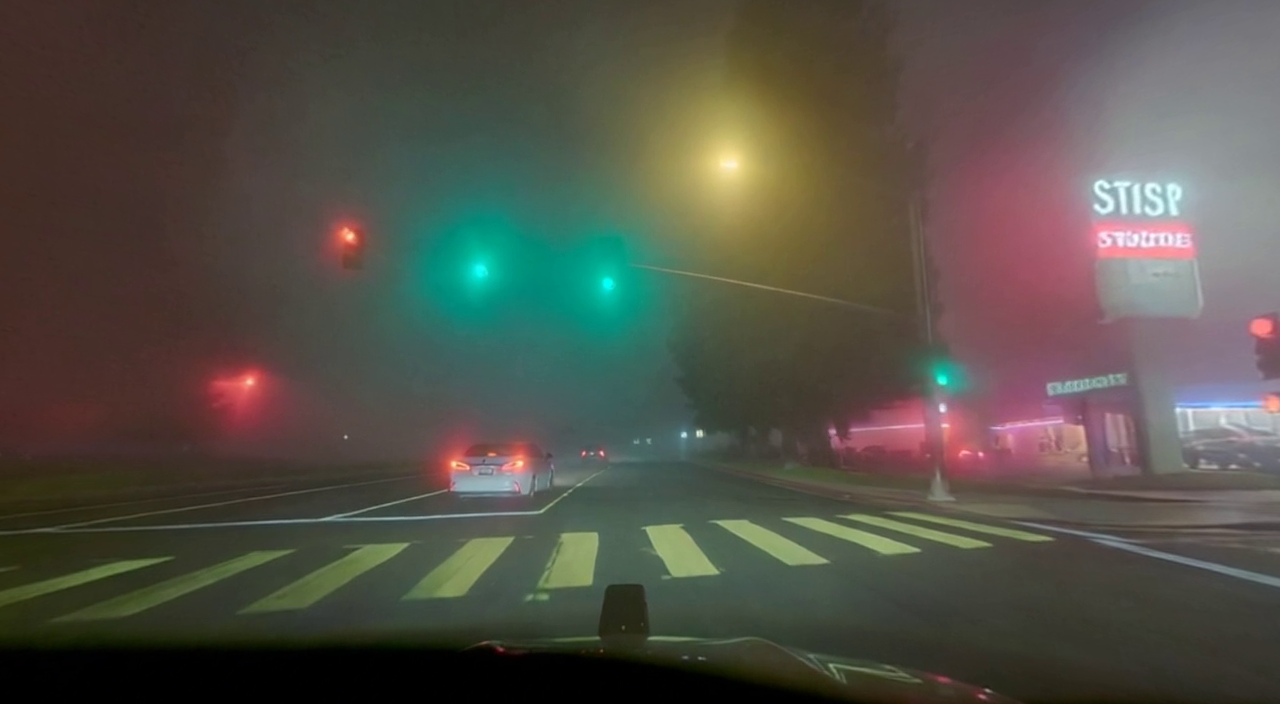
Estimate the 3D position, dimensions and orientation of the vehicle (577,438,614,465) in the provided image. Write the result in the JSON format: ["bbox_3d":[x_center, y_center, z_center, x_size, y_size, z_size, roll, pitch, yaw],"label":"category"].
[{"bbox_3d":[-2.966,6.707,42.549,2.109,1.692,4.220,0,-8,1],"label":"vehicle"}]

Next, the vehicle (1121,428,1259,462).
[{"bbox_3d":[33.263,5.664,38.365,2.079,1.837,5.802,5,-10,-30],"label":"vehicle"}]

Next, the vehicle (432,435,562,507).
[{"bbox_3d":[-3.266,2.806,15.397,2.018,1.477,4.401,0,-8,2],"label":"vehicle"}]
